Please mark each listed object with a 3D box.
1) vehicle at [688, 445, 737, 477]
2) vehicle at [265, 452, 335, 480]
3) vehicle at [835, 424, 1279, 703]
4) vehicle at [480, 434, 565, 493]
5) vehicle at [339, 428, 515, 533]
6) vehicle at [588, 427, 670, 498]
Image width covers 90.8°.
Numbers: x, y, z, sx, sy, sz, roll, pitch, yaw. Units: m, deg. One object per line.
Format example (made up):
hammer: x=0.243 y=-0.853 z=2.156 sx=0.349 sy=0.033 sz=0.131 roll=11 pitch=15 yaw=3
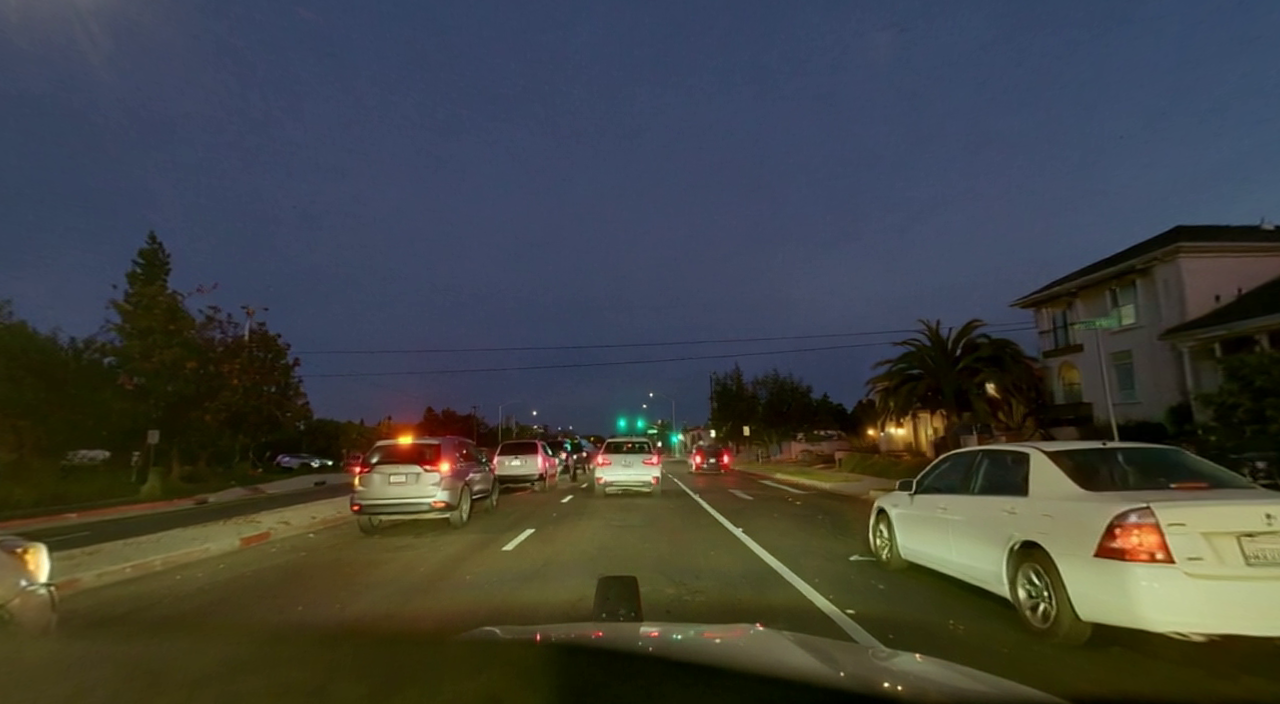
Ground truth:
vehicle: x=3.525 y=5.379 z=31.453 sx=1.880 sy=1.476 sz=3.932 roll=0 pitch=-8 yaw=-1
vehicle: x=-22.316 y=7.474 z=41.676 sx=2.060 sy=1.643 sz=4.623 roll=0 pitch=-8 yaw=0
vehicle: x=3.486 y=1.458 z=5.612 sx=1.977 sy=1.480 sz=4.589 roll=0 pitch=-8 yaw=-1
vehicle: x=-3.661 y=3.539 z=20.395 sx=1.932 sy=1.695 sz=4.150 roll=0 pitch=-8 yaw=0
vehicle: x=-3.713 y=2.296 z=11.925 sx=1.864 sy=1.576 sz=4.324 roll=0 pitch=-8 yaw=-1
vehicle: x=-0.293 y=3.245 z=18.963 sx=2.164 sy=1.867 sz=4.254 roll=0 pitch=-8 yaw=0
